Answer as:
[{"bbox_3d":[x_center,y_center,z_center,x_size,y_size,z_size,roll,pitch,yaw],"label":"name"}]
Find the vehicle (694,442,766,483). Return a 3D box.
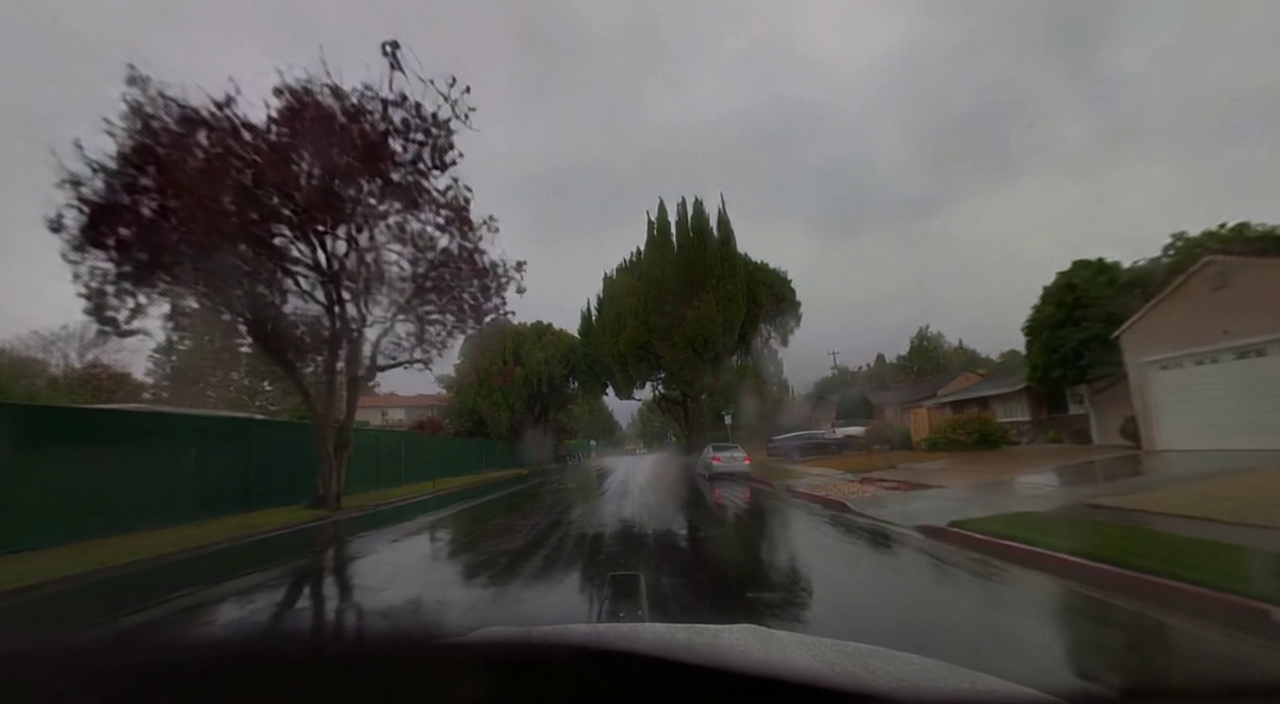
[{"bbox_3d":[3.601,4.508,26.212,2.051,1.524,5.047,0,-8,-2],"label":"vehicle"}]

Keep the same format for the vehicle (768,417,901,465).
[{"bbox_3d":[9.787,4.572,32.261,5.935,1.911,2.236,-4,-10,0],"label":"vehicle"}]
